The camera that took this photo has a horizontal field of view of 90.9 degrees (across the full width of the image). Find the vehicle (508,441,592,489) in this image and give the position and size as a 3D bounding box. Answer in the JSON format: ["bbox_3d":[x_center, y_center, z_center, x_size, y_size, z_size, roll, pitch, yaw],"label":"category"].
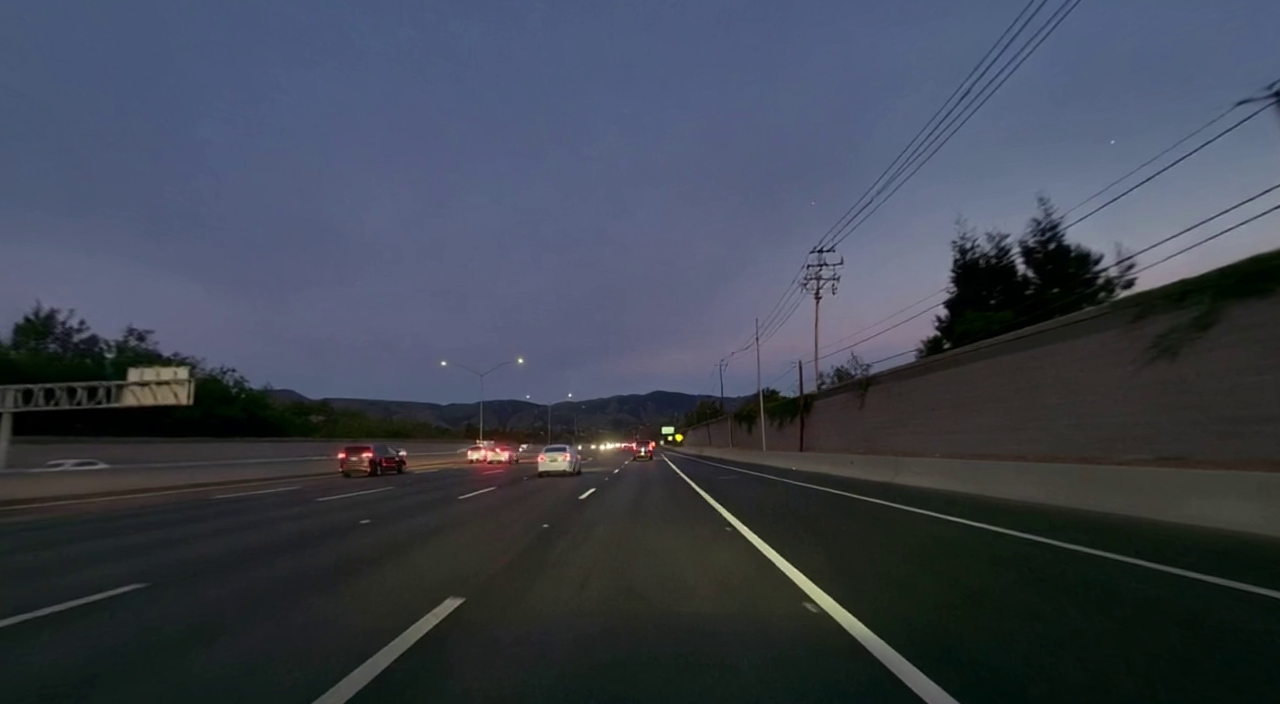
[{"bbox_3d":[-2.913,3.800,21.485,2.064,1.446,4.409,0,-9,2],"label":"vehicle"}]

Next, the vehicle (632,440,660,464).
[{"bbox_3d":[0.389,7.546,47.798,2.001,1.732,4.823,0,-9,-1],"label":"vehicle"}]

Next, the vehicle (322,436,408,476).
[{"bbox_3d":[-14.259,5.423,33.088,2.172,1.946,5.017,0,-9,1],"label":"vehicle"}]

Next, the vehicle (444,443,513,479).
[{"bbox_3d":[-7.157,4.846,28.344,1.899,1.472,4.202,0,-9,1],"label":"vehicle"}]

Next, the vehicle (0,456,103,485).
[{"bbox_3d":[-31.676,6.346,34.059,1.760,1.424,4.051,0,-9,0],"label":"vehicle"}]
